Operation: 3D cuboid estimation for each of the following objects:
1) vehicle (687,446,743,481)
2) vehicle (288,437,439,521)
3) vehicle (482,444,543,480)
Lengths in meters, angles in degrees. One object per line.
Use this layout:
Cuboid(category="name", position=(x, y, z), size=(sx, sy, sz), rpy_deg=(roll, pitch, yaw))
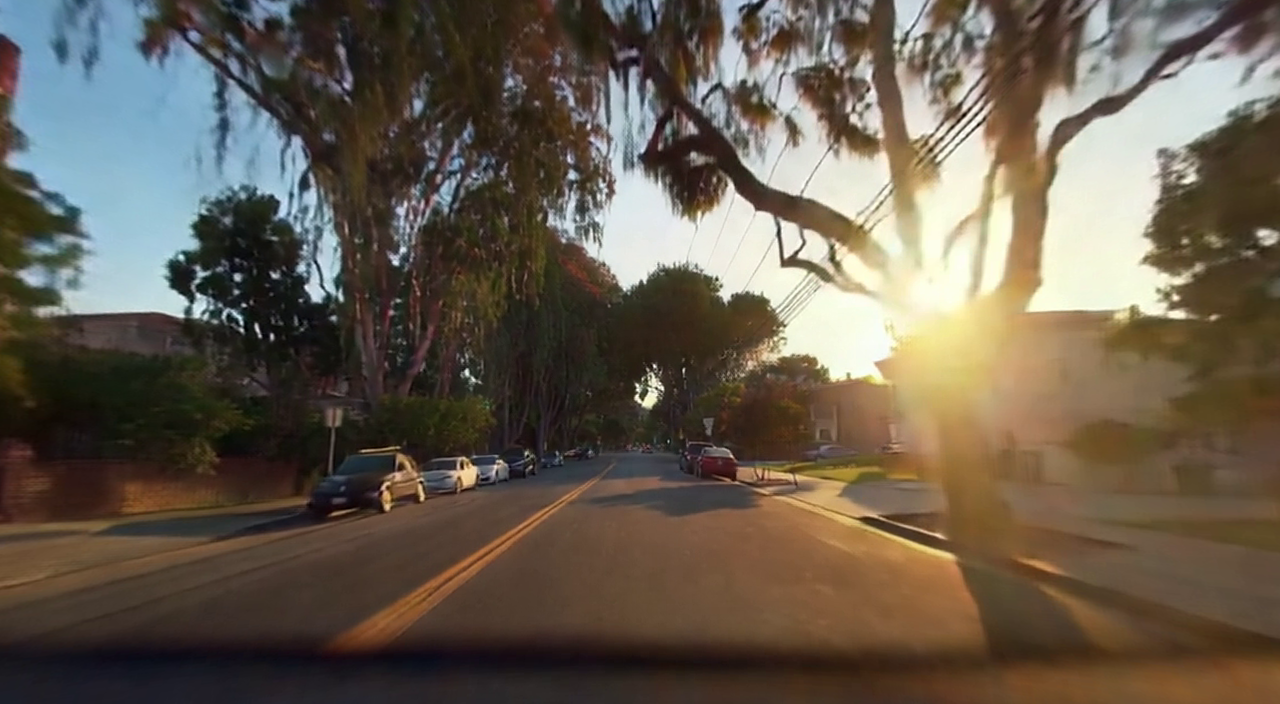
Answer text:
Cuboid(category="vehicle", position=(3.274, 4.949, 28.393), size=(1.869, 1.453, 4.237), rpy_deg=(0, -9, -2))
Cuboid(category="vehicle", position=(-6.776, 3.120, 16.113), size=(1.963, 1.820, 4.297), rpy_deg=(0, -9, -1))
Cuboid(category="vehicle", position=(-6.822, 5.926, 34.379), size=(2.151, 1.789, 5.482), rpy_deg=(0, -9, 0))
